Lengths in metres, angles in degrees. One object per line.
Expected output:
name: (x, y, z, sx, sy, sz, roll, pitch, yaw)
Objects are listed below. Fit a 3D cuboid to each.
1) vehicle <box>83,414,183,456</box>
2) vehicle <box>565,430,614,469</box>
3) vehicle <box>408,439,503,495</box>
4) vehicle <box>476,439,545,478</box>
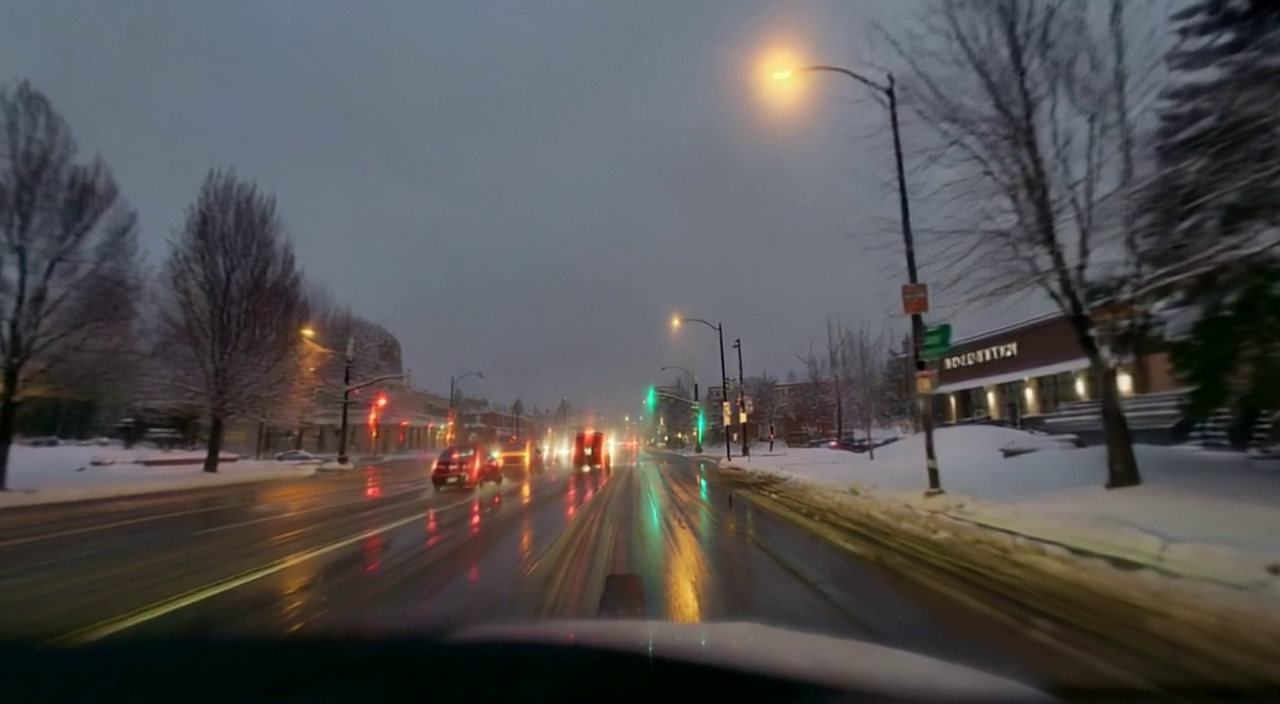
vehicle: (-25.720, 4.248, 32.116, 3.572, 2.012, 1.872, -2, -8, 7)
vehicle: (-2.948, 5.841, 38.060, 2.496, 2.155, 5.468, 0, -8, 0)
vehicle: (-5.693, 3.570, 19.977, 1.889, 1.572, 3.599, 0, -8, 0)
vehicle: (-5.936, 4.932, 29.577, 2.228, 1.652, 4.593, 0, -8, 0)
